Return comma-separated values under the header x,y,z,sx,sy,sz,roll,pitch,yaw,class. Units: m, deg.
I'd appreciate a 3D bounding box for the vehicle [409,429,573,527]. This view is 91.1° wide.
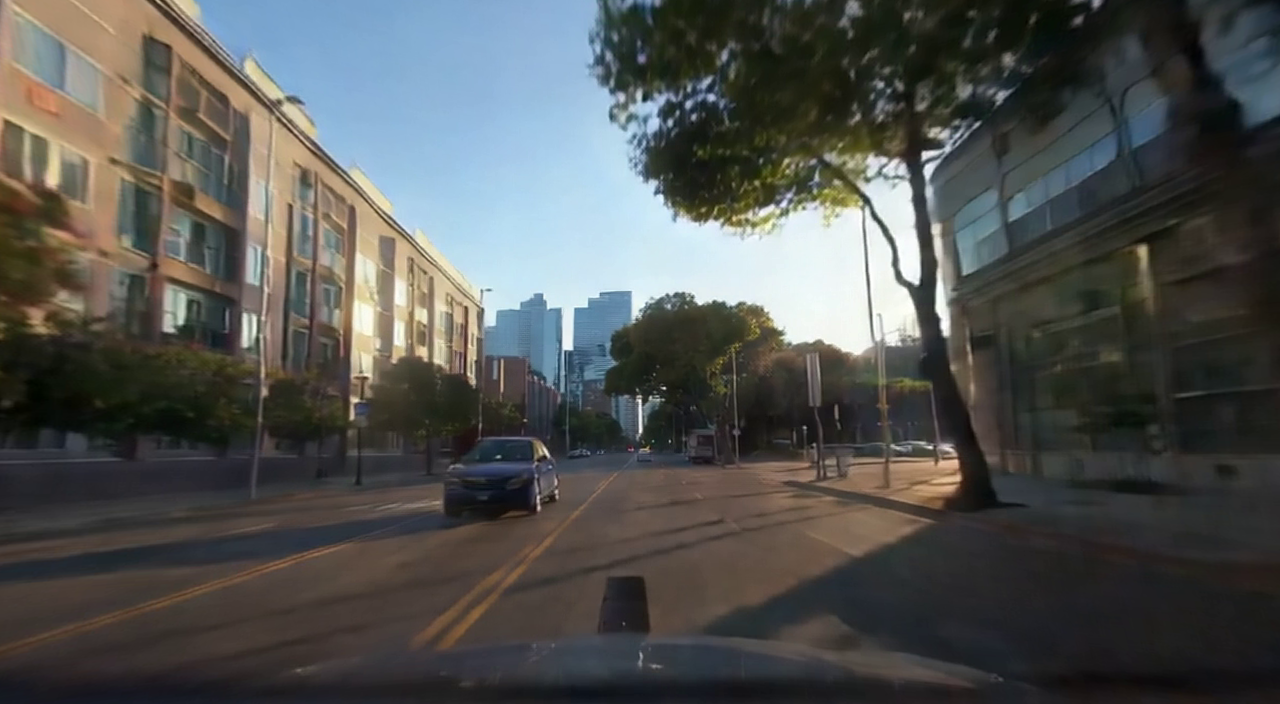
x,y,z,sx,sy,sz,roll,pitch,yaw,class
-2.901,2.587,13.483,2.332,1.732,4.463,0,-9,1,vehicle
